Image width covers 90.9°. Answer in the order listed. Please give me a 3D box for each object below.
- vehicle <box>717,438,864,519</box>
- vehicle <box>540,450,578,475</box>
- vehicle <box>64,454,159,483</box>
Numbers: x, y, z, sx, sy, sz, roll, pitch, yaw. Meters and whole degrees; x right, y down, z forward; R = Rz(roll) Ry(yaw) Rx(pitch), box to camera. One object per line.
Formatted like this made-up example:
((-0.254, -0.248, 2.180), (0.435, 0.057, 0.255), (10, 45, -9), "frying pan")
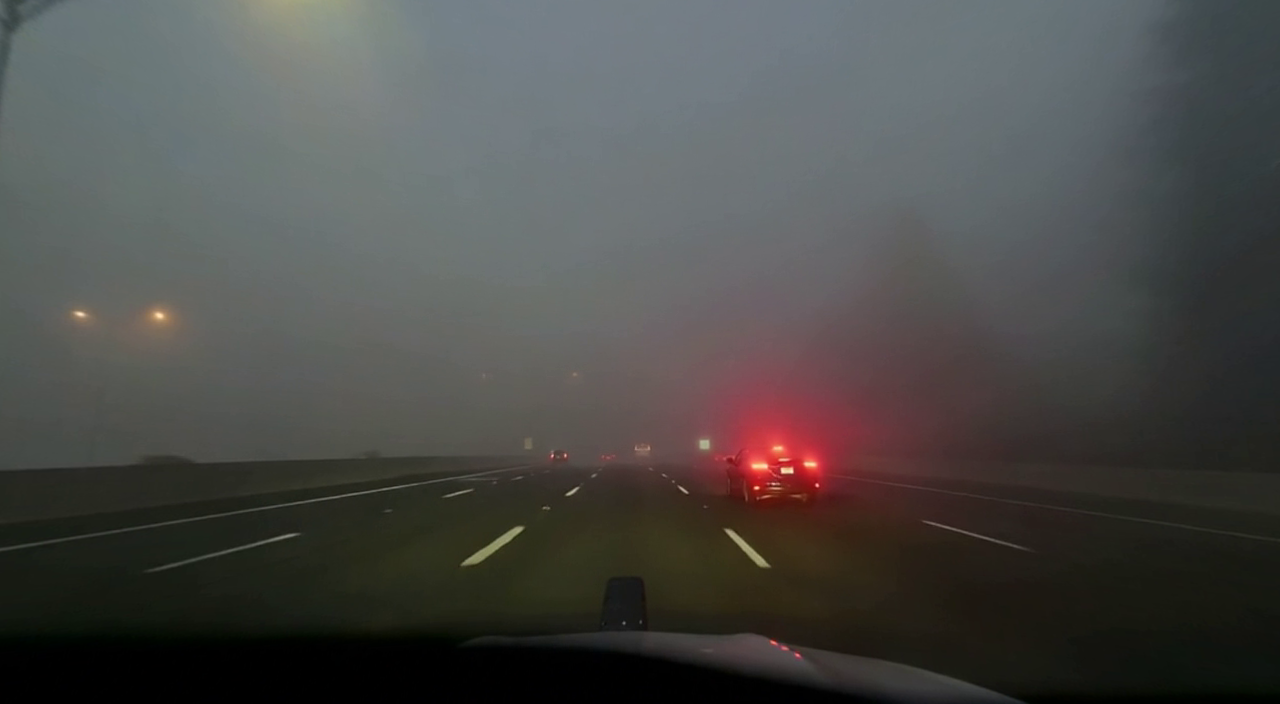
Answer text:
((3.125, 2.752, 14.290), (2.030, 1.490, 4.737), (0, -9, -2), "vehicle")
((-5.109, 7.007, 40.140), (2.014, 1.481, 4.156), (0, -9, -2), "vehicle")
((-31.069, 6.840, 37.260), (1.767, 1.531, 4.427), (0, -9, -1), "vehicle")
